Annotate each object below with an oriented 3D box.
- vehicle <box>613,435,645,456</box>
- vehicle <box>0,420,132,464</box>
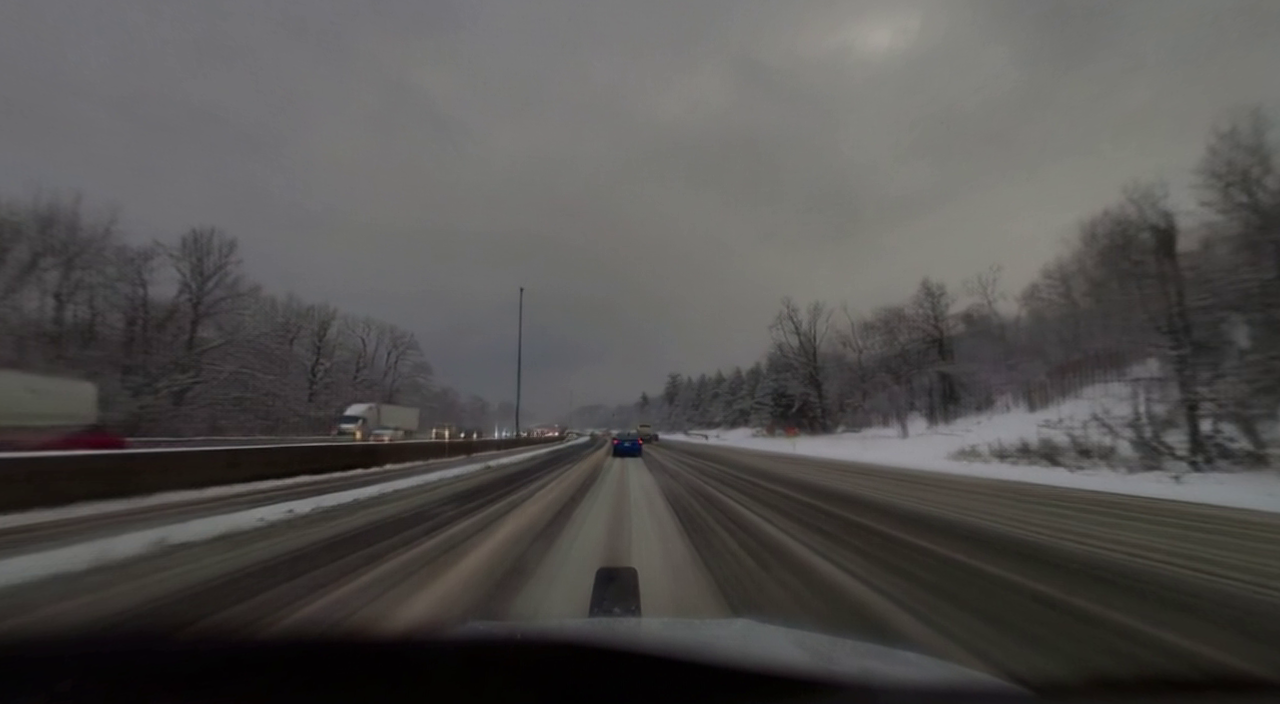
[{"bbox_3d":[-0.782,6.554,44.292,2.121,1.445,4.187,0,-8,-2],"label":"vehicle"},{"bbox_3d":[-22.245,3.408,23.943,1.936,1.520,4.619,0,-8,-1],"label":"vehicle"}]
